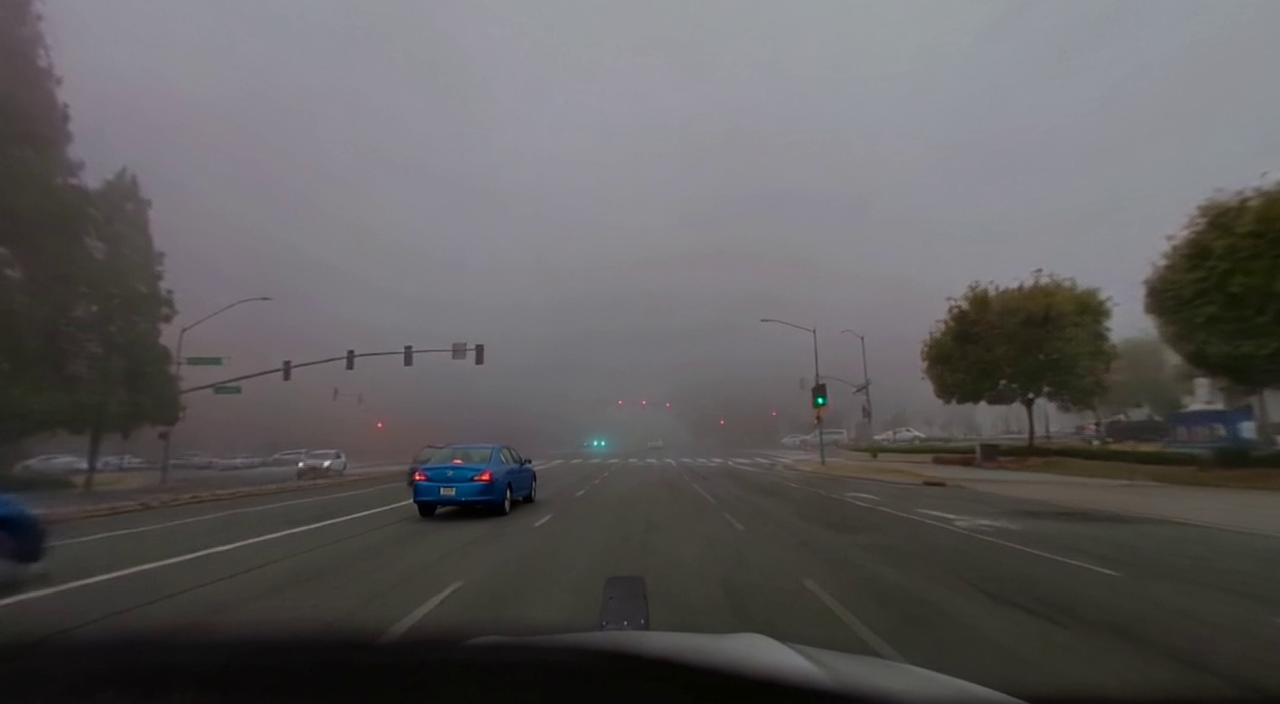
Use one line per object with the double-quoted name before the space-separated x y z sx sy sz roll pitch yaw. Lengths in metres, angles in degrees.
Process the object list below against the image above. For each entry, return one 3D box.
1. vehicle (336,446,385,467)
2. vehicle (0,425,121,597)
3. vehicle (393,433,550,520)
"vehicle" -21.428 8.038 48.541 1.755 1.538 4.329 0 -9 1
"vehicle" -6.657 1.228 4.395 2.027 1.501 4.707 0 -9 1
"vehicle" -3.204 2.462 13.039 1.924 1.480 4.421 0 -9 1
